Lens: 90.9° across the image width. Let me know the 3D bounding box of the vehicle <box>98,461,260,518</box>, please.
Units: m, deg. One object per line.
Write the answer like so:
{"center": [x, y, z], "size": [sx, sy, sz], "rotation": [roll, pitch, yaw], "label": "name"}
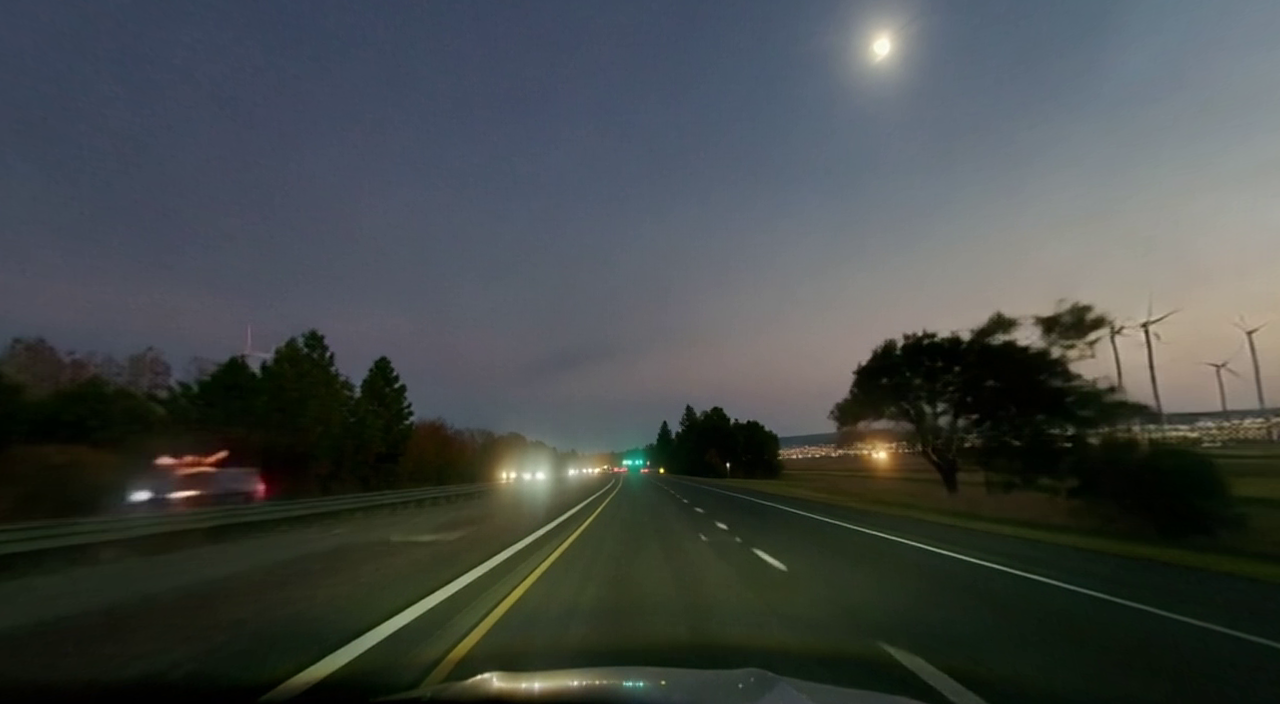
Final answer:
{"center": [-17.052, 5.097, 23.756], "size": [2.125, 1.861, 5.167], "rotation": [1, -11, 0], "label": "vehicle"}
